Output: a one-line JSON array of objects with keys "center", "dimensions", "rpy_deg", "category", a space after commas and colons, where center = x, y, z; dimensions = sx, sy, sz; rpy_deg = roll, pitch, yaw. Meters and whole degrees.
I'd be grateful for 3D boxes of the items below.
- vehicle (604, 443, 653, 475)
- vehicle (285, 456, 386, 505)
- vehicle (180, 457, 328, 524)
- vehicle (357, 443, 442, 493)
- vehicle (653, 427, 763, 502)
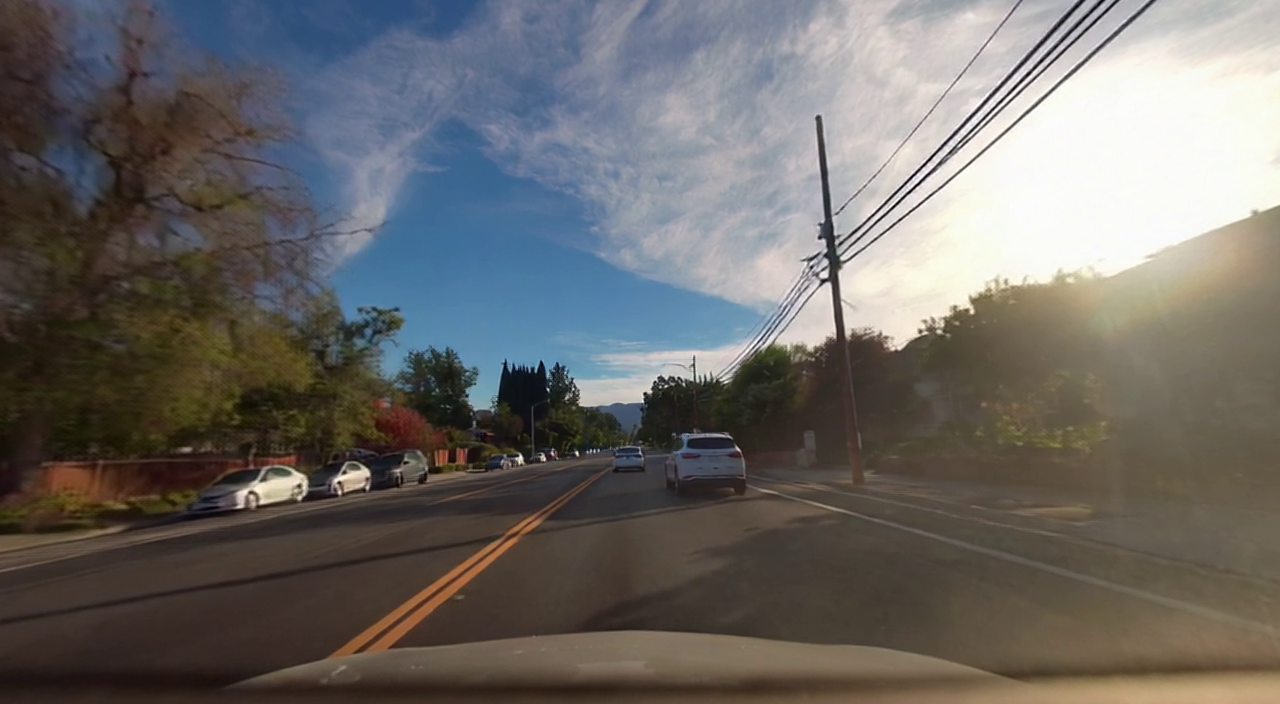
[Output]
[{"center": [-0.555, 5.201, 30.940], "dimensions": [2.196, 1.449, 4.006], "rpy_deg": [0, -8, -1], "category": "vehicle"}, {"center": [-12.283, 5.179, 25.856], "dimensions": [1.897, 1.498, 4.628], "rpy_deg": [-5, -8, -1], "category": "vehicle"}, {"center": [-12.249, 4.368, 20.456], "dimensions": [2.044, 1.534, 4.554], "rpy_deg": [-6, -8, -3], "category": "vehicle"}, {"center": [-12.287, 5.883, 32.712], "dimensions": [2.504, 2.031, 5.237], "rpy_deg": [-7, -8, -4], "category": "vehicle"}, {"center": [1.664, 3.016, 17.425], "dimensions": [2.200, 1.763, 4.676], "rpy_deg": [0, -8, -4], "category": "vehicle"}]
